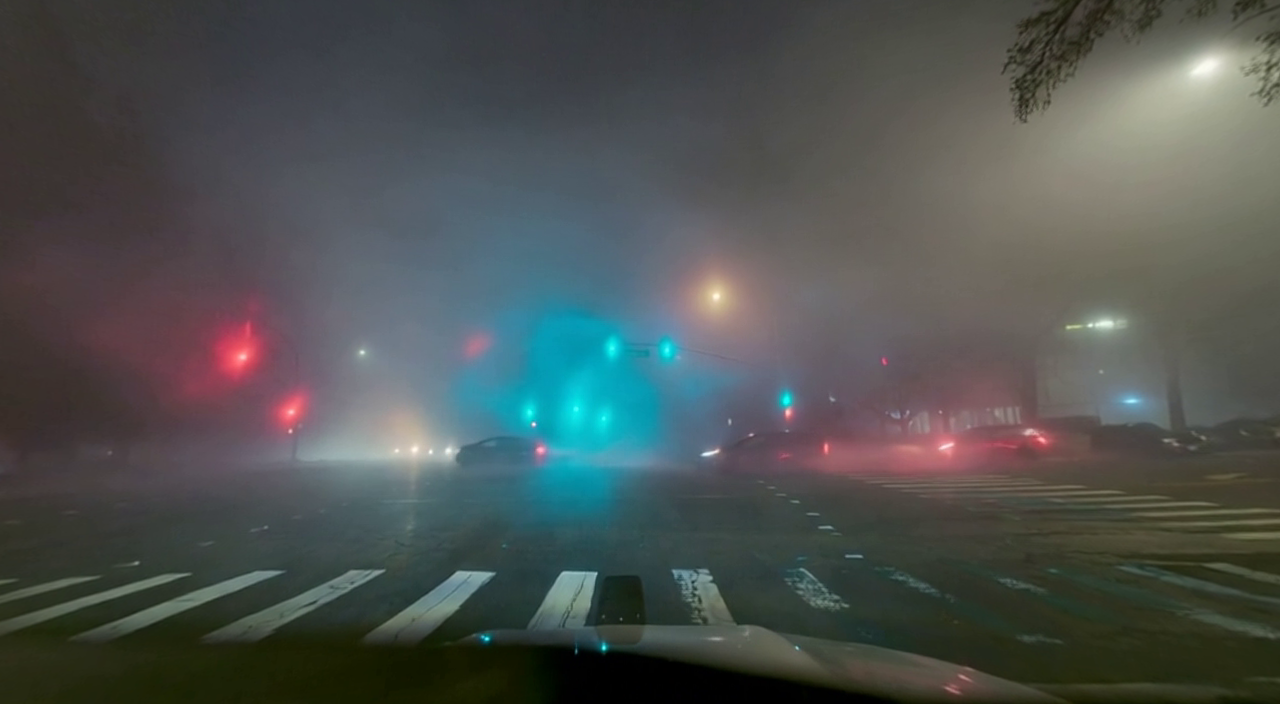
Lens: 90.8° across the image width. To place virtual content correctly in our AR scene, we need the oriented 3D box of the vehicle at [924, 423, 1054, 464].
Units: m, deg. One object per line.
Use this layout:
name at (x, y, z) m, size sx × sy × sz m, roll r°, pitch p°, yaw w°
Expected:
vehicle at (15.445, 4.098, 28.201) m, size 4.571 × 1.698 × 1.977 m, roll -2°, pitch -9°, yaw 8°

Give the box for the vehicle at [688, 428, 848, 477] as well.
vehicle at (4.198, 3.357, 21.214) m, size 4.916 × 1.504 × 1.846 m, roll 0°, pitch -8°, yaw -5°

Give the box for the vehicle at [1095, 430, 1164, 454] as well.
vehicle at (33.207, 6.147, 43.050) m, size 2.090 × 1.494 × 4.321 m, roll -3°, pitch -9°, yaw 15°

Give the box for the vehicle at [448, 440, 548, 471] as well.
vehicle at (-6.333, 4.668, 28.457) m, size 4.046 × 1.306 × 1.719 m, roll -1°, pitch -8°, yaw 3°

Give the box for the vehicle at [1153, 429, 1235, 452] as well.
vehicle at (36.575, 5.903, 41.837) m, size 1.726 × 1.429 × 4.163 m, roll -1°, pitch -8°, yaw 2°

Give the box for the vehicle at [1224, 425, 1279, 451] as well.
vehicle at (42.266, 5.714, 41.945) m, size 2.037 × 1.614 × 5.175 m, roll 0°, pitch -8°, yaw 0°
